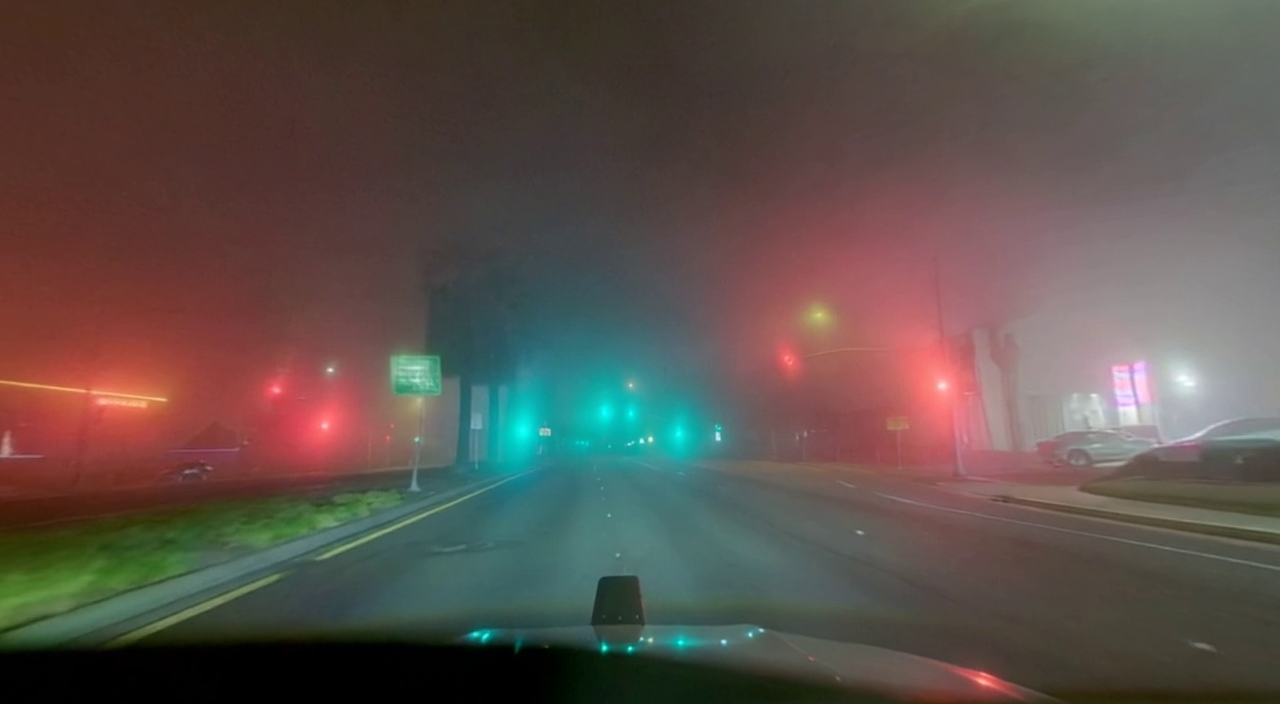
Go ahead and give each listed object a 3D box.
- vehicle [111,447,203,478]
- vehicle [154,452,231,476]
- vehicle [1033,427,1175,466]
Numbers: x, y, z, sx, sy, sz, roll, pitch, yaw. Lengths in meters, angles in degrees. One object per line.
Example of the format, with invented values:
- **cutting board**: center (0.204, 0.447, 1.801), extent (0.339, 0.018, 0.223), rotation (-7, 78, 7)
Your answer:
- **vehicle**: center (-33.140, 7.541, 43.606), extent (2.236, 1.982, 5.467), rotation (0, -8, -4)
- **vehicle**: center (-30.174, 7.540, 42.774), extent (1.945, 1.444, 4.428), rotation (-4, -9, 1)
- **vehicle**: center (18.665, 3.794, 25.510), extent (4.382, 1.463, 1.869), rotation (1, -9, -6)
